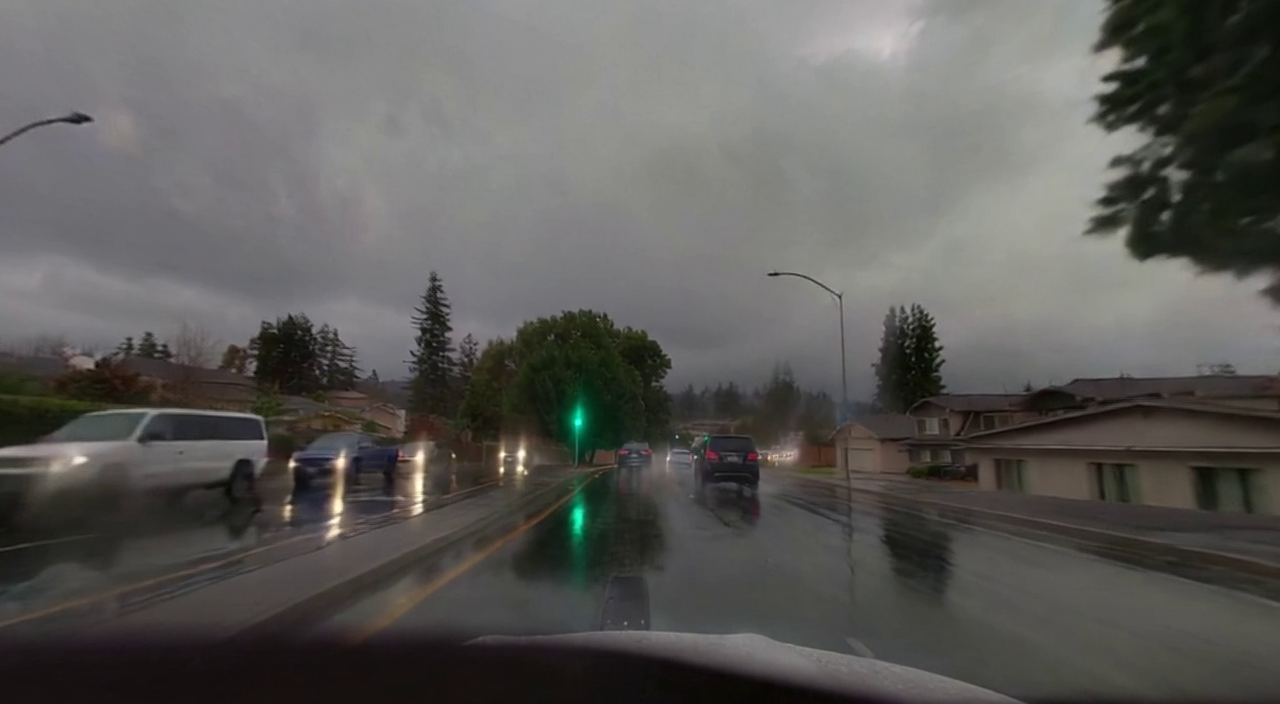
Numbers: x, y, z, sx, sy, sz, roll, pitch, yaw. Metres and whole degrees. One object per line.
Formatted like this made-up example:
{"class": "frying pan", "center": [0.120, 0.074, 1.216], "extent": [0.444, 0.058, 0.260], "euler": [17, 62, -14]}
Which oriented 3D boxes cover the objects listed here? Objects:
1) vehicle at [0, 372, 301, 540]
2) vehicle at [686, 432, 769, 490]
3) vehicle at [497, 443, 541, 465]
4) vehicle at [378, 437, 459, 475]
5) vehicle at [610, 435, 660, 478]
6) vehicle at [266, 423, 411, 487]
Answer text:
{"class": "vehicle", "center": [-9.144, 1.813, 11.328], "extent": [2.037, 2.113, 7.185], "euler": [0, -8, 1]}
{"class": "vehicle", "center": [2.898, 3.729, 21.915], "extent": [2.166, 1.799, 4.372], "euler": [0, -8, -1]}
{"class": "vehicle", "center": [-8.704, 7.385, 45.766], "extent": [1.991, 1.503, 4.688], "euler": [-1, -8, 4]}
{"class": "vehicle", "center": [-9.175, 4.328, 26.505], "extent": [1.829, 1.463, 4.403], "euler": [0, -8, 0]}
{"class": "vehicle", "center": [-0.236, 4.849, 29.470], "extent": [2.185, 1.822, 4.391], "euler": [0, -8, -1]}
{"class": "vehicle", "center": [-9.220, 3.201, 19.897], "extent": [1.893, 1.735, 5.318], "euler": [0, -8, 1]}
